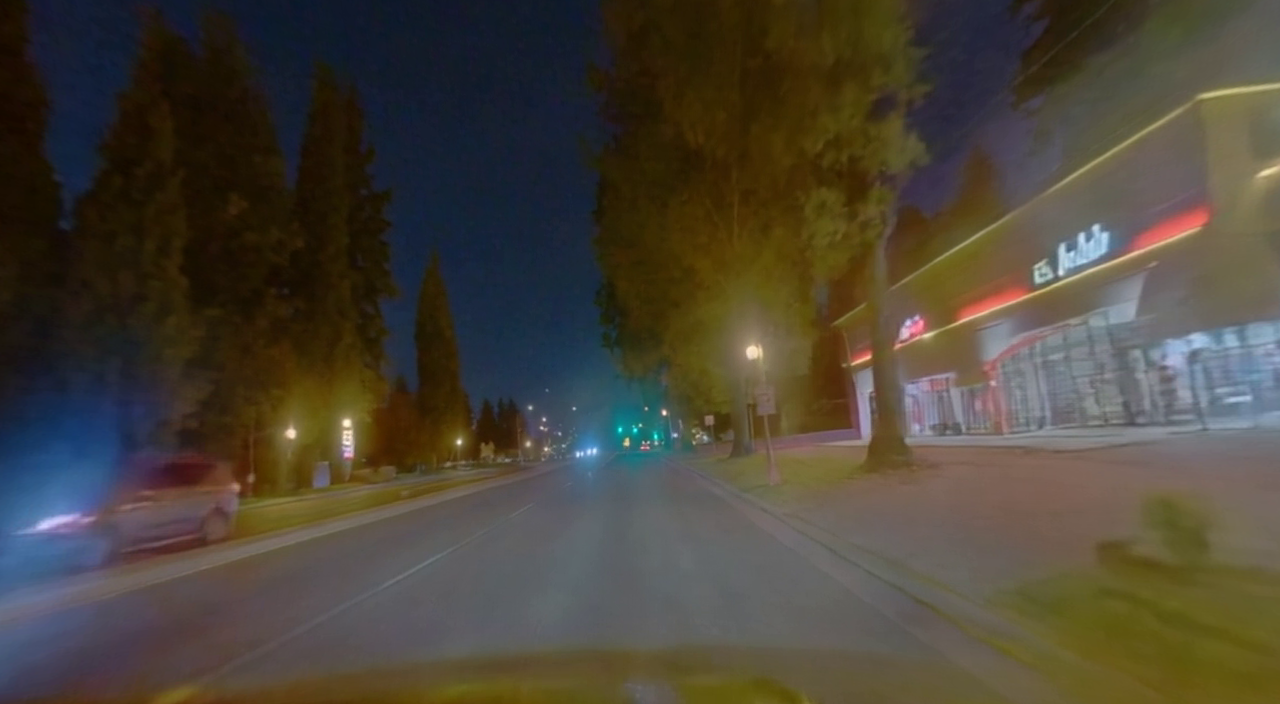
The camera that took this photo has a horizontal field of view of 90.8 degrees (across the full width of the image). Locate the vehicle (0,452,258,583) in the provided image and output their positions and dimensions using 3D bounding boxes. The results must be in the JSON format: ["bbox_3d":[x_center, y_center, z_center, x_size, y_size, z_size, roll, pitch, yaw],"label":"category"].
[{"bbox_3d":[-8.892,2.641,10.978,2.050,1.721,4.369,0,-8,-5],"label":"vehicle"}]
